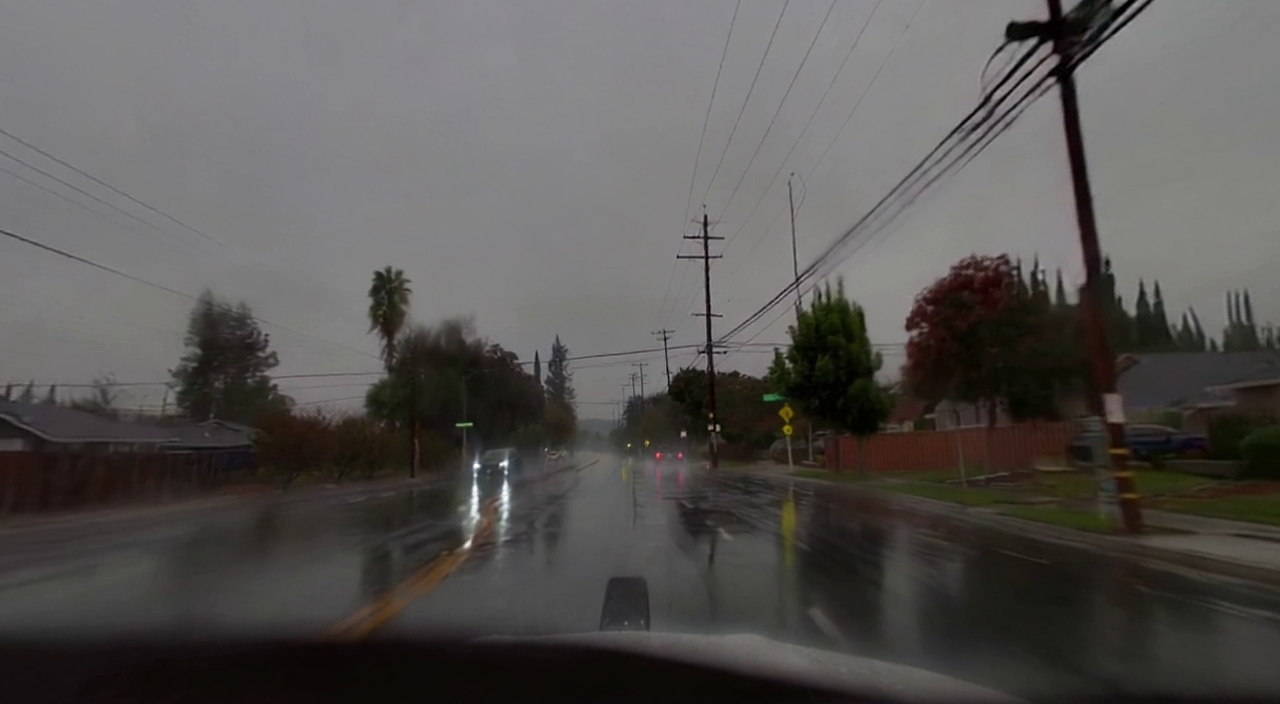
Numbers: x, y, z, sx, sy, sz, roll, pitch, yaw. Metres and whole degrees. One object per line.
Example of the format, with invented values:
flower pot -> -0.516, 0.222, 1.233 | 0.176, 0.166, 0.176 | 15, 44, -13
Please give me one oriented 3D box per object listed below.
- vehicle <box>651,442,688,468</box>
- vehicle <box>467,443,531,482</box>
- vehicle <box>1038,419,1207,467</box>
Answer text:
vehicle -> 2.105, 7.675, 47.036 | 2.144, 1.843, 4.827 | 1, -9, -5
vehicle -> -6.905, 5.448, 31.391 | 2.127, 1.725, 4.366 | -2, -9, 1
vehicle -> 18.077, 3.502, 24.001 | 4.766, 1.493, 2.076 | -9, -11, 31
